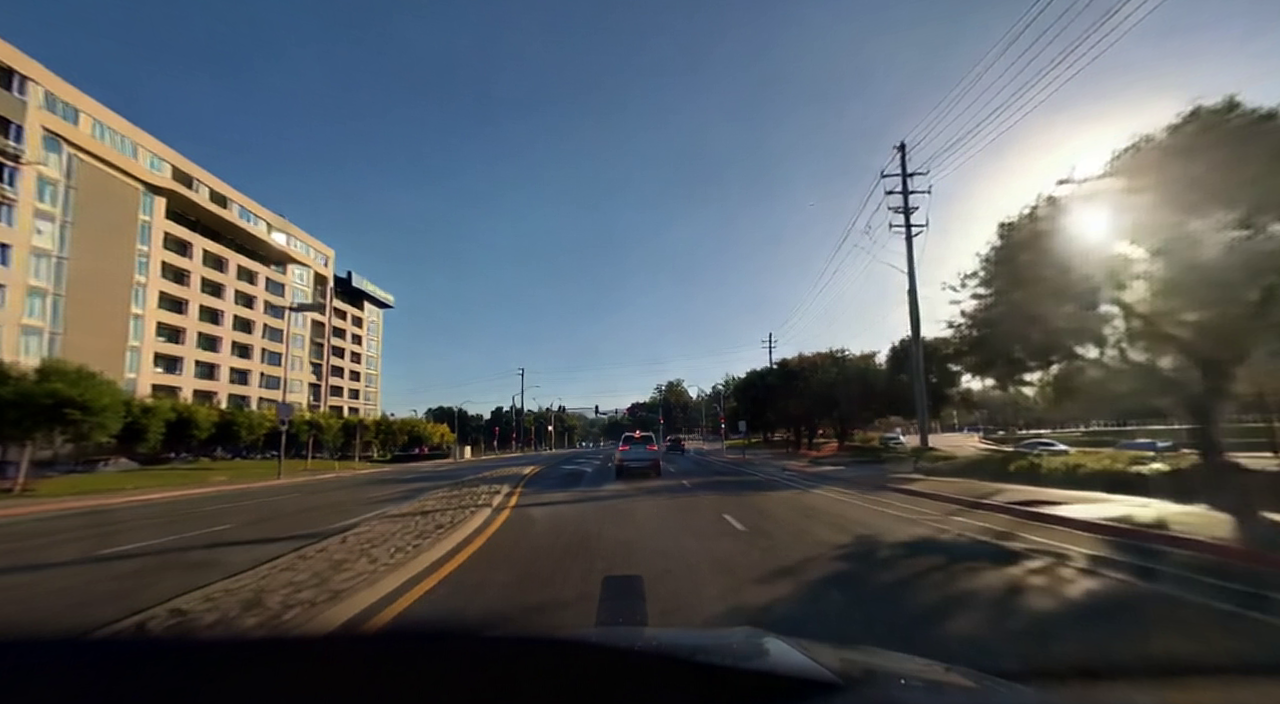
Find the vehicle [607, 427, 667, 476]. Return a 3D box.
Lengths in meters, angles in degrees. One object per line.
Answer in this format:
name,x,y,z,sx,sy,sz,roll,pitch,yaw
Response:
vehicle,-0.112,3.928,25.109,2.189,1.776,4.342,0,-9,0
